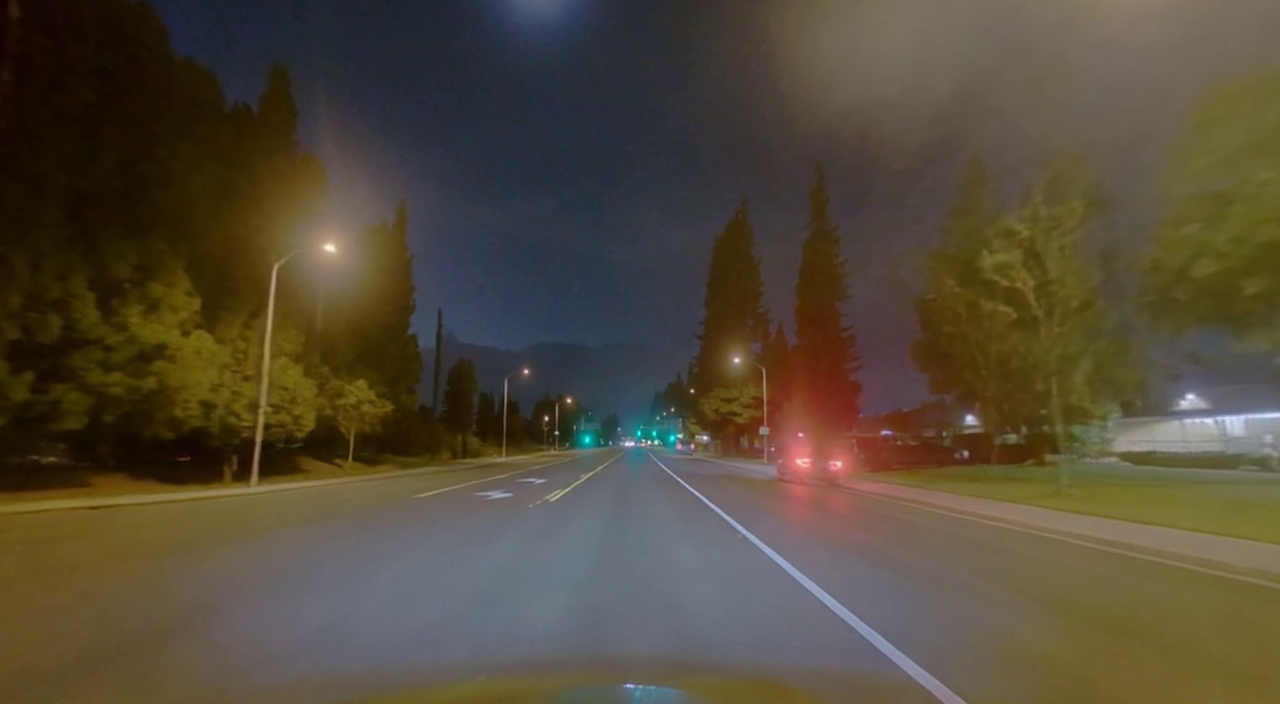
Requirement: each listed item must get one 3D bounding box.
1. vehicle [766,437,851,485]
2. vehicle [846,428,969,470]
[{"bbox_3d":[6.700,4.387,25.711,2.043,1.747,4.680,0,-8,-2],"label":"vehicle"},{"bbox_3d":[12.955,4.745,30.896,5.037,1.925,2.021,-1,-8,4],"label":"vehicle"}]
